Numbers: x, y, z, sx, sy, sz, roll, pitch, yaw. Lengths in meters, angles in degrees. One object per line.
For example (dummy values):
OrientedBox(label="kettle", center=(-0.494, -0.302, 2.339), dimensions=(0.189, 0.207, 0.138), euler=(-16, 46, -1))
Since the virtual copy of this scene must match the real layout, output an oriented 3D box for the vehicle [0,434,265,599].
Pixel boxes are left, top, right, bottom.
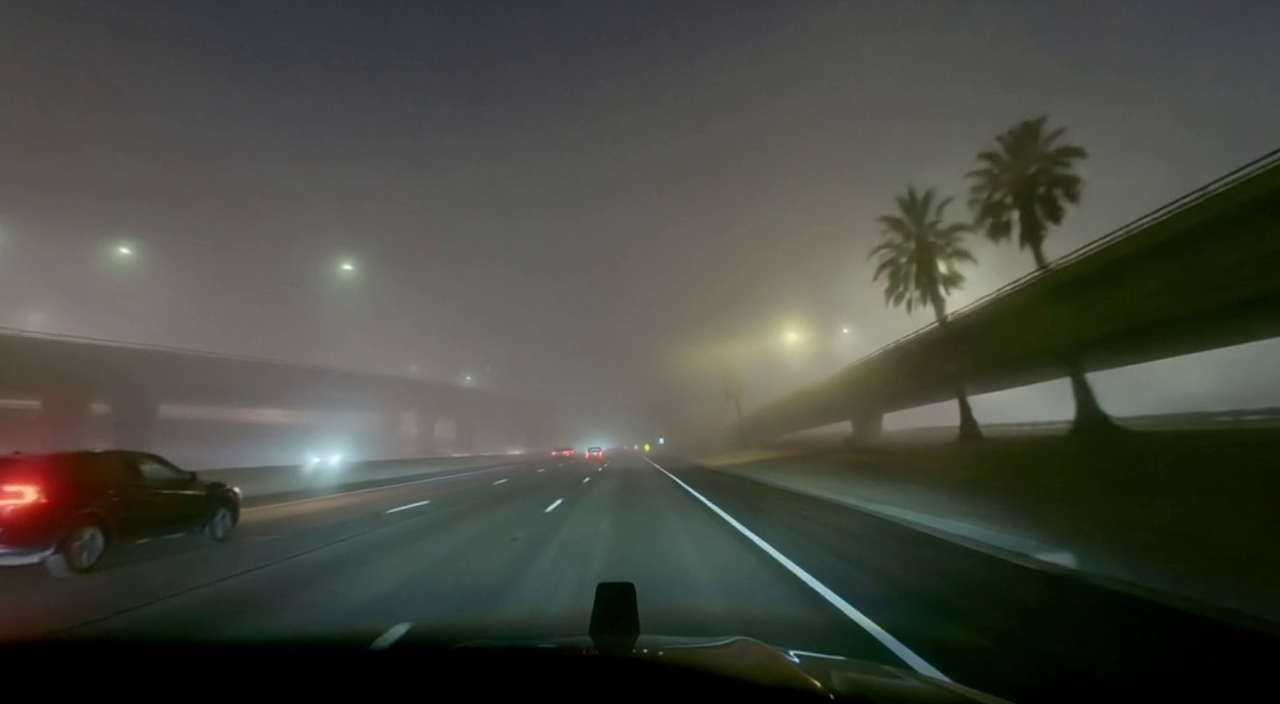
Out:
OrientedBox(label="vehicle", center=(-6.880, 1.812, 7.785), dimensions=(1.914, 1.503, 4.268), euler=(0, -8, -1))
